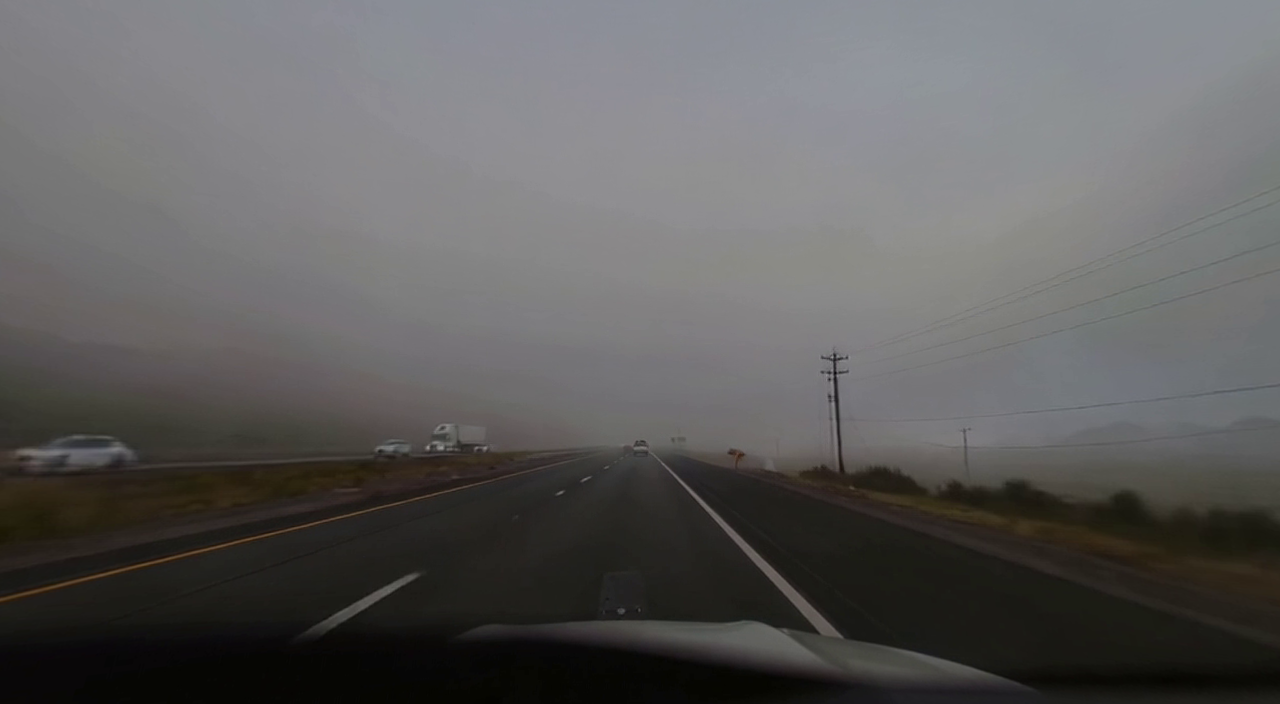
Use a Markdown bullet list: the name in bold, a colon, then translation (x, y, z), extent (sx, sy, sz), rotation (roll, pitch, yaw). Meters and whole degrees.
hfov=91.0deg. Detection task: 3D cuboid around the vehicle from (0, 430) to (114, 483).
- **vehicle**: translation (-22.442, 3.796, 23.092), extent (2.156, 1.749, 4.634), rotation (0, -8, 1)
